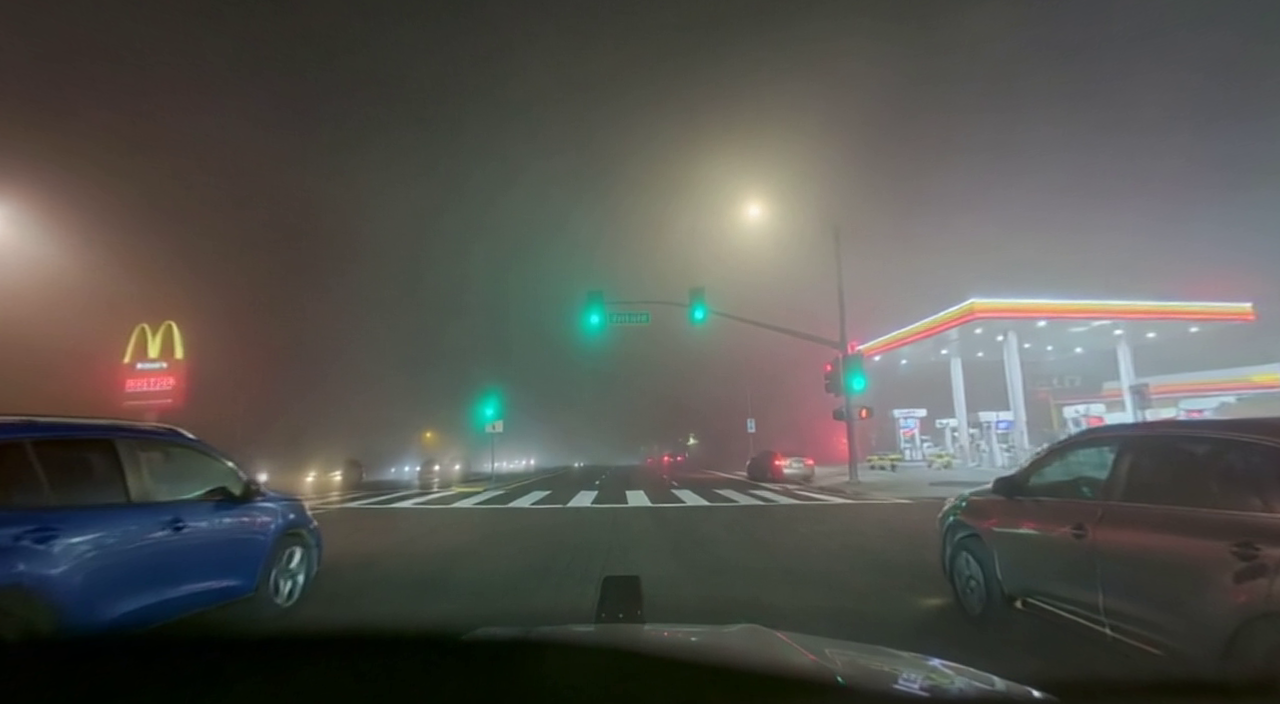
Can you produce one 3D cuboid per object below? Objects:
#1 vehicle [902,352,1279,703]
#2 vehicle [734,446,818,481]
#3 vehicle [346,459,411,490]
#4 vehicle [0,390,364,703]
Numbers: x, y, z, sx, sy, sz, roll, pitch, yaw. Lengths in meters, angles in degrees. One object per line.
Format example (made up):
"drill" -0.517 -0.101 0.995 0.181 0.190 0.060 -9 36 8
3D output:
"vehicle" 3.350 0.971 3.212 2.085 1.655 4.459 0 -8 0
"vehicle" 7.089 5.827 33.475 2.066 1.699 4.419 4 -9 -25
"vehicle" -14.696 6.895 35.791 1.751 1.484 4.561 0 -8 0
"vehicle" -3.706 1.205 4.193 1.935 1.617 4.045 0 -8 -1
